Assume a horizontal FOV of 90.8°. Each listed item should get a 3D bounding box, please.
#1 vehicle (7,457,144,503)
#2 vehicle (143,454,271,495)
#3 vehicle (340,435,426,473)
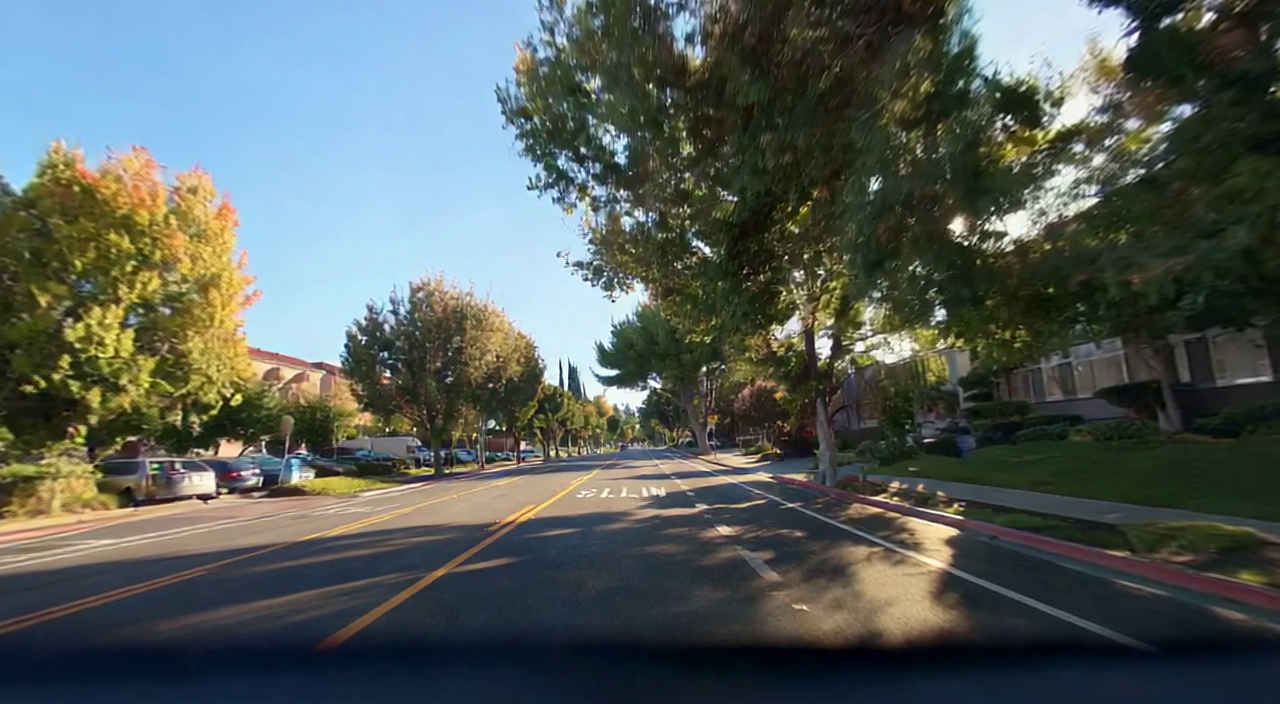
[{"bbox_3d":[-24.292,5.483,27.468,1.959,1.697,4.633,1,-9,-6],"label":"vehicle"},{"bbox_3d":[-19.298,5.414,28.205,4.752,1.690,1.990,-3,-9,16],"label":"vehicle"},{"bbox_3d":[-19.483,7.706,47.867,5.971,2.749,2.293,-4,-9,22],"label":"vehicle"}]
